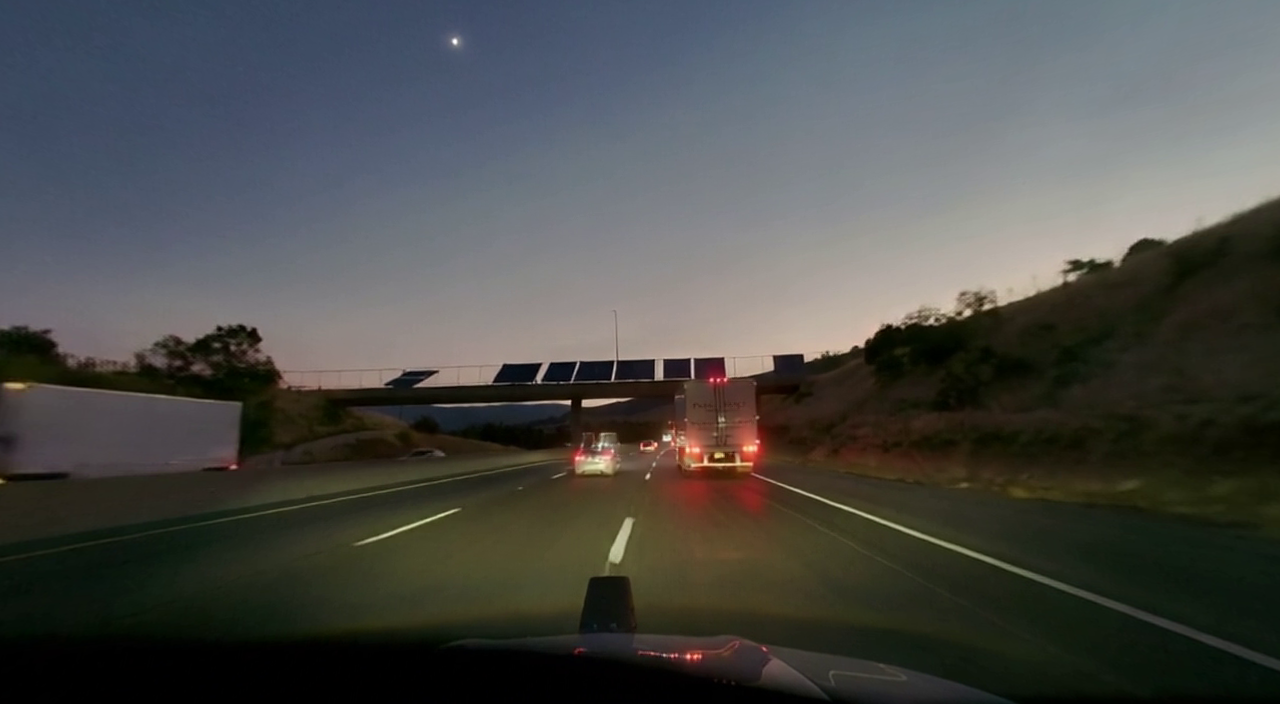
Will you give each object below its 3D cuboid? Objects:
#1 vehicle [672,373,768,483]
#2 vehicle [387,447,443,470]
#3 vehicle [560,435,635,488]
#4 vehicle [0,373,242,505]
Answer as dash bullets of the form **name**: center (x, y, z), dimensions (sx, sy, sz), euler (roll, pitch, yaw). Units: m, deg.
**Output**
- **vehicle**: center (2.904, 3.228, 26.042), dimensions (2.967, 3.633, 10.015), euler (-1, -8, 2)
- **vehicle**: center (-15.828, 7.491, 44.473), dimensions (2.056, 1.520, 4.610), euler (-1, -8, 3)
- **vehicle**: center (-1.313, 3.629, 21.236), dimensions (2.066, 1.581, 4.268), euler (-1, -8, 2)
- **vehicle**: center (-21.379, 3.343, 23.931), dimensions (2.898, 4.112, 13.805), euler (-1, -8, 3)
